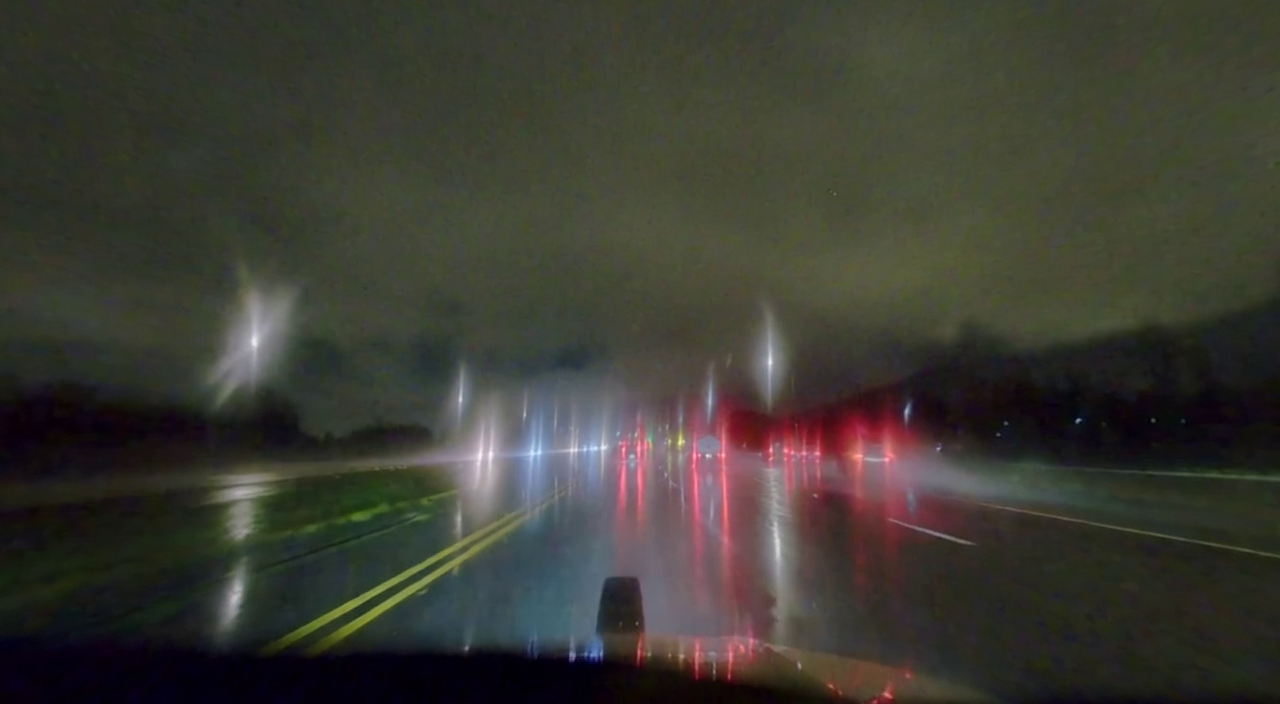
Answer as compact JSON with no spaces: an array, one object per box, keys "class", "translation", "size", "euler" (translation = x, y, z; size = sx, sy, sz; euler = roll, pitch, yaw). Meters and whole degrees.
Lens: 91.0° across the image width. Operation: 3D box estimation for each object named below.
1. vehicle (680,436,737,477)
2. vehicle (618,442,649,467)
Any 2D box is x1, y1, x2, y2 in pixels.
[{"class":"vehicle","translation":[3.267,5.102,30.936],"size":[2.269,1.839,4.554],"euler":[0,-9,-1]},{"class":"vehicle","translation":[-0.432,7.453,45.919],"size":[2.142,1.664,4.076],"euler":[0,-9,1]}]
